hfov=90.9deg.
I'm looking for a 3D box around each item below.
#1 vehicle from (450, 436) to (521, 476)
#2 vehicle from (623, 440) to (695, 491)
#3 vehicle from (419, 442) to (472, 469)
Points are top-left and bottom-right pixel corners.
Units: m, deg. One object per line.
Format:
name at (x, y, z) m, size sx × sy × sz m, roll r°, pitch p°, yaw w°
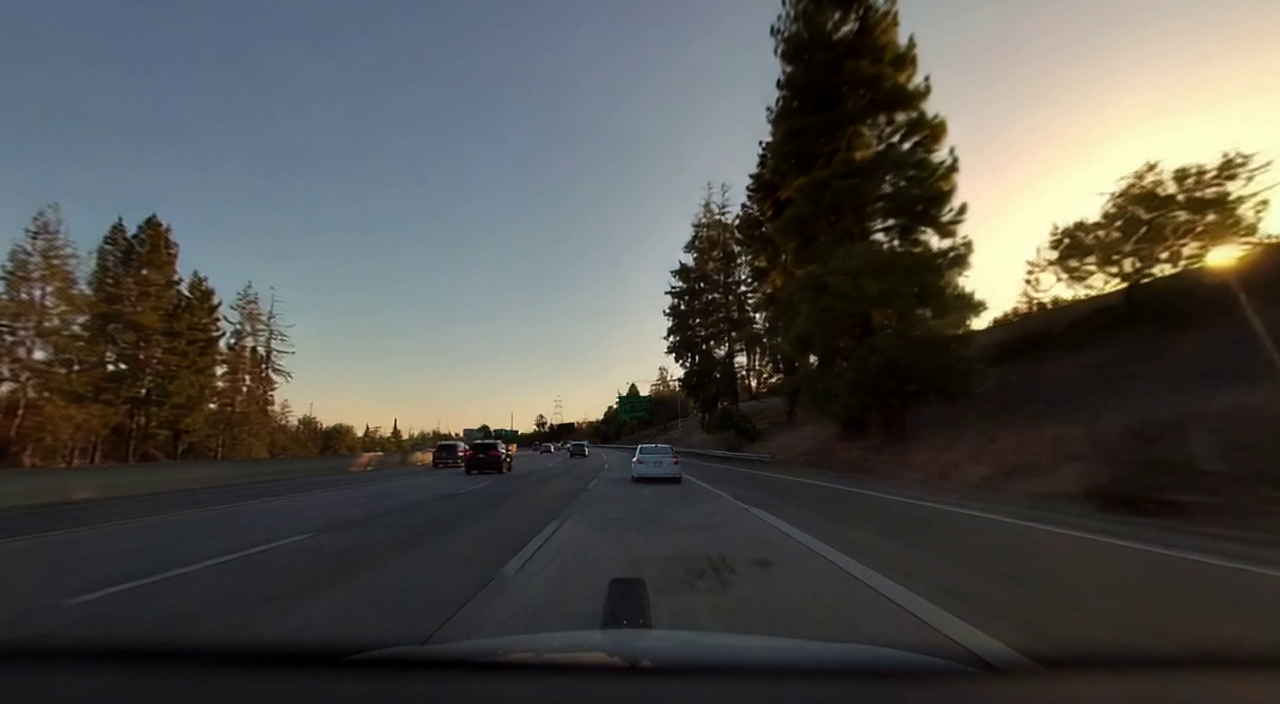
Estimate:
vehicle at (-7.086, 4.830, 29.411) m, size 2.221 × 1.693 × 4.631 m, roll 0°, pitch -9°, yaw -1°
vehicle at (0.490, 3.532, 19.976) m, size 2.051 × 1.444 × 3.927 m, roll 0°, pitch -9°, yaw -1°
vehicle at (-11.528, 6.159, 37.664) m, size 2.041 × 1.534 × 4.140 m, roll 0°, pitch -9°, yaw -2°
